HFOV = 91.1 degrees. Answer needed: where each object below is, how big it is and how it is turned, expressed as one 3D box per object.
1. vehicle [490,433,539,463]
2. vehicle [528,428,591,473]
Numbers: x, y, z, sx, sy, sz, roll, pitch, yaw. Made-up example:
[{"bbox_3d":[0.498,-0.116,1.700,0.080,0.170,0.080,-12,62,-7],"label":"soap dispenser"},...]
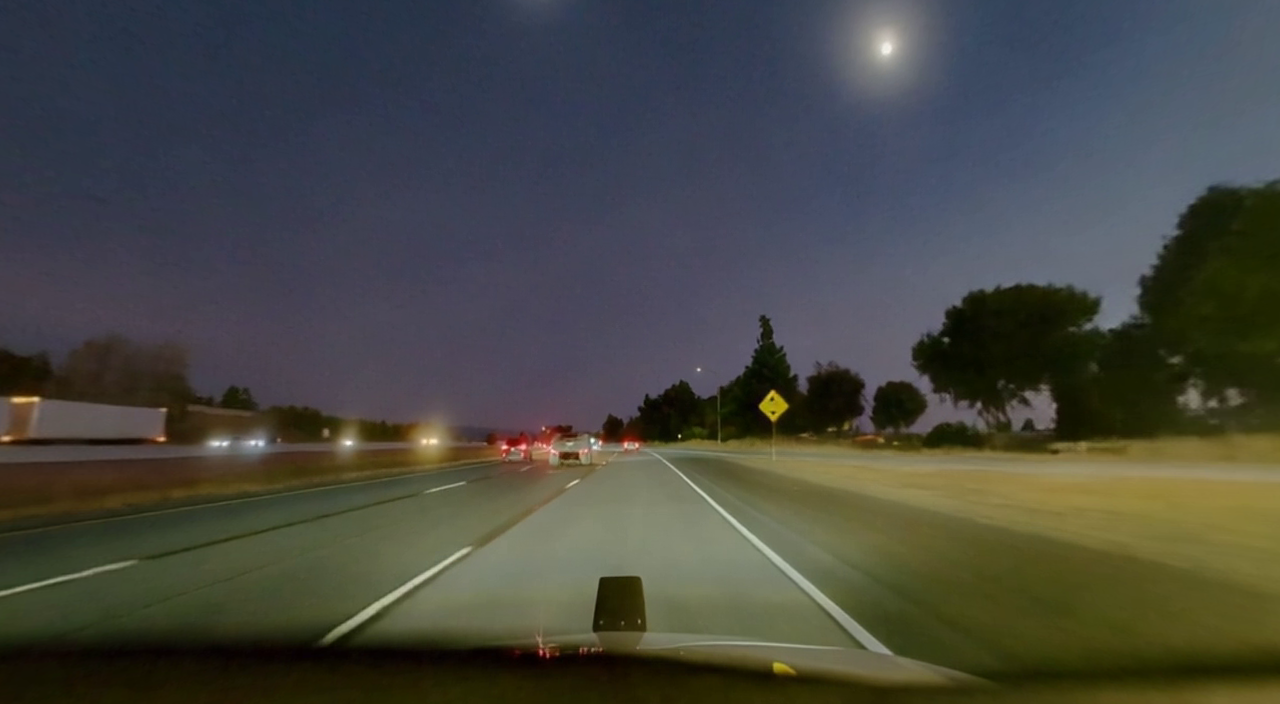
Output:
[{"bbox_3d":[-7.761,6.009,39.296,2.078,1.729,4.722,0,-8,0],"label":"vehicle"},{"bbox_3d":[-3.386,4.248,27.211,2.194,1.766,3.720,0,-8,0],"label":"vehicle"}]
